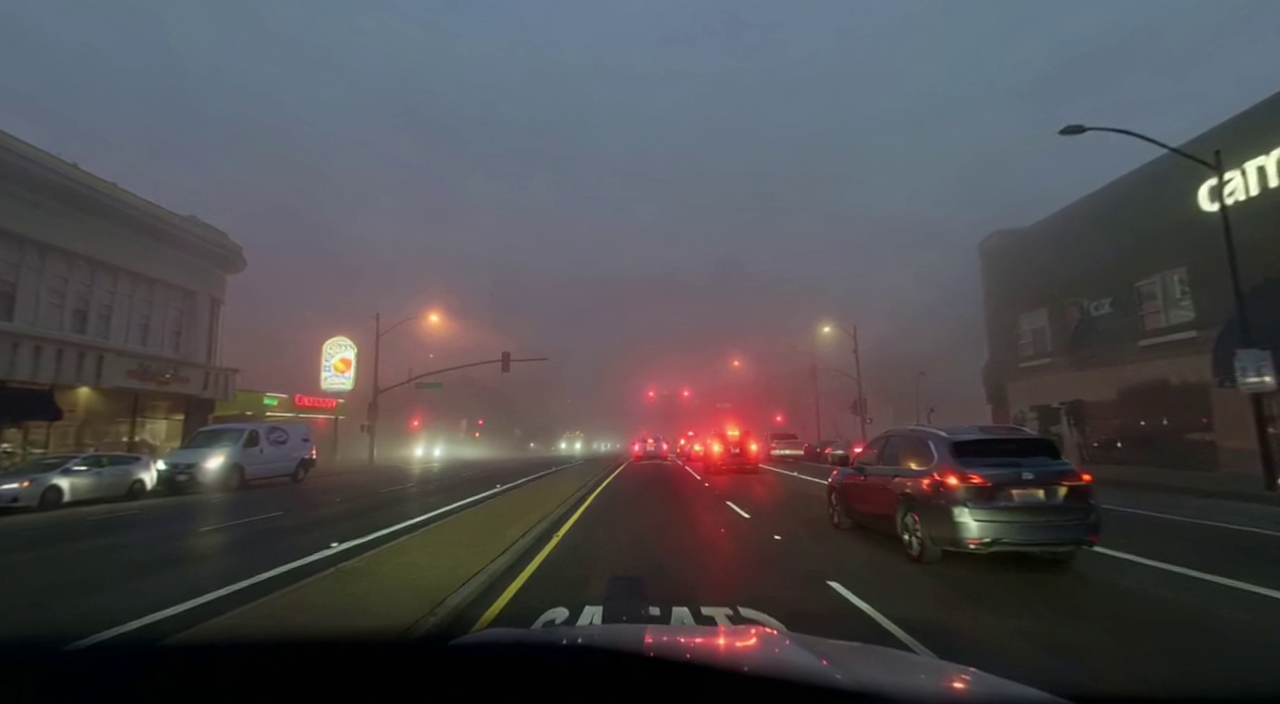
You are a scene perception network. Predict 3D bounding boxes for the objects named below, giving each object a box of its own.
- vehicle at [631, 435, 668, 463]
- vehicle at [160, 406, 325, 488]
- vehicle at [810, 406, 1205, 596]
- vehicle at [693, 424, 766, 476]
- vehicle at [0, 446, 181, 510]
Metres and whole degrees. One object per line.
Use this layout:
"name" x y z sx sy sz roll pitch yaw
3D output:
"vehicle" 0.507 5.670 36.923 2.073 1.496 3.892 0 -8 -1
"vehicle" -15.194 3.707 24.740 2.371 2.799 5.978 0 -8 1
"vehicle" 3.580 1.529 7.378 1.932 1.517 4.430 0 -8 0
"vehicle" 3.339 3.775 24.533 2.038 1.787 4.946 0 -8 -1
"vehicle" -15.529 3.358 17.430 1.985 1.484 4.879 0 -8 0
